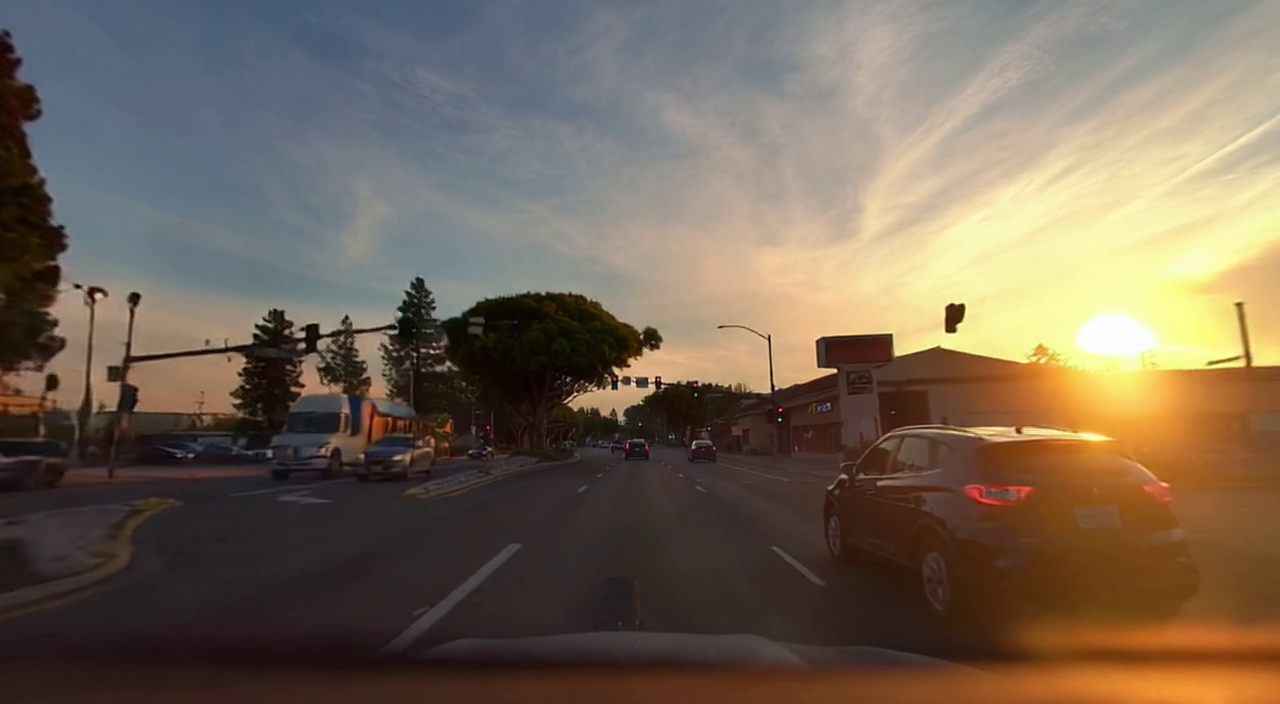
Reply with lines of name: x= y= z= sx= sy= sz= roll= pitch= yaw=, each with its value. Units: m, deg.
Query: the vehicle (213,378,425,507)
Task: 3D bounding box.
vehicle: x=-7.309 y=2.210 z=15.411 sx=2.334 sy=2.525 sz=5.893 roll=0 pitch=-9 yaw=-4

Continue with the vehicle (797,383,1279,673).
vehicle: x=3.057 y=1.352 z=5.960 sx=1.969 sy=1.682 sz=4.387 roll=0 pitch=-9 yaw=0

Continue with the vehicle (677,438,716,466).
vehicle: x=3.544 y=6.359 z=40.218 sx=2.085 sy=1.668 sz=4.077 roll=0 pitch=-9 yaw=-1

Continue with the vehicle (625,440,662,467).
vehicle: x=0.130 y=5.962 z=37.203 sx=2.023 sy=1.532 sz=3.891 roll=0 pitch=-9 yaw=-2
